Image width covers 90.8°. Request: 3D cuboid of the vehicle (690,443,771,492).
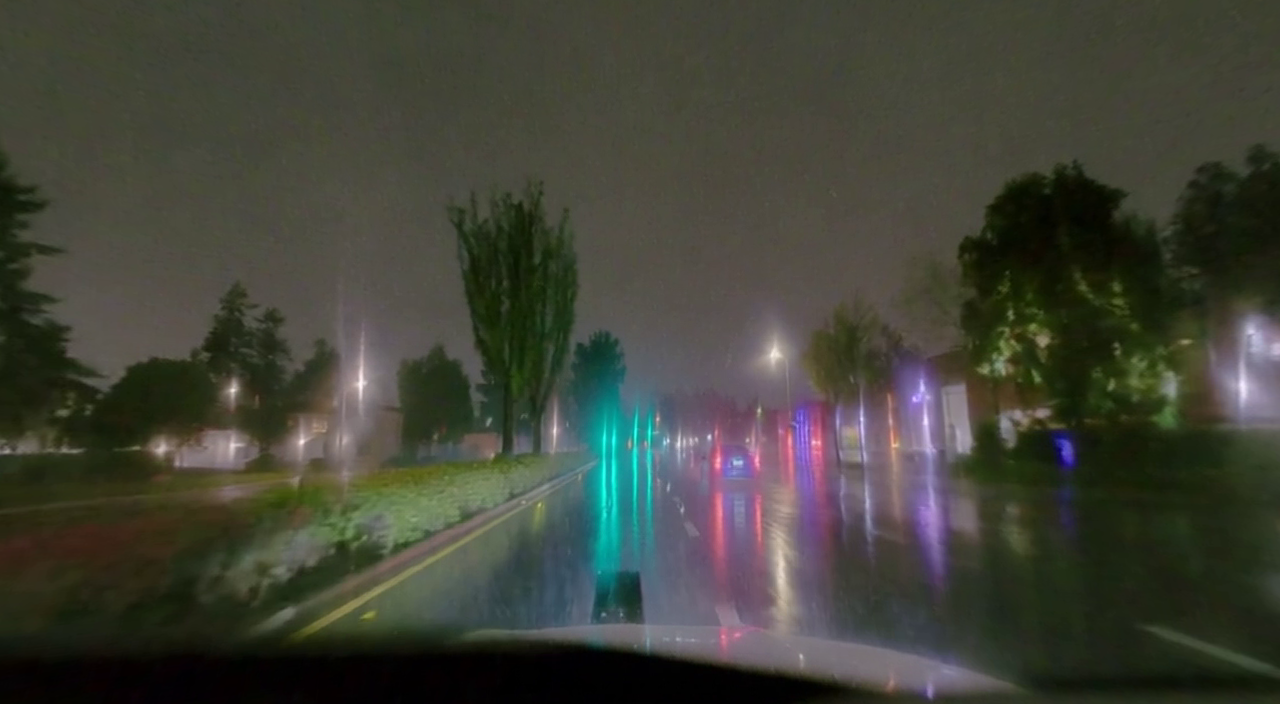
[{"bbox_3d":[2.834,3.720,20.784,1.929,1.411,4.284,0,-8,-2],"label":"vehicle"}]
